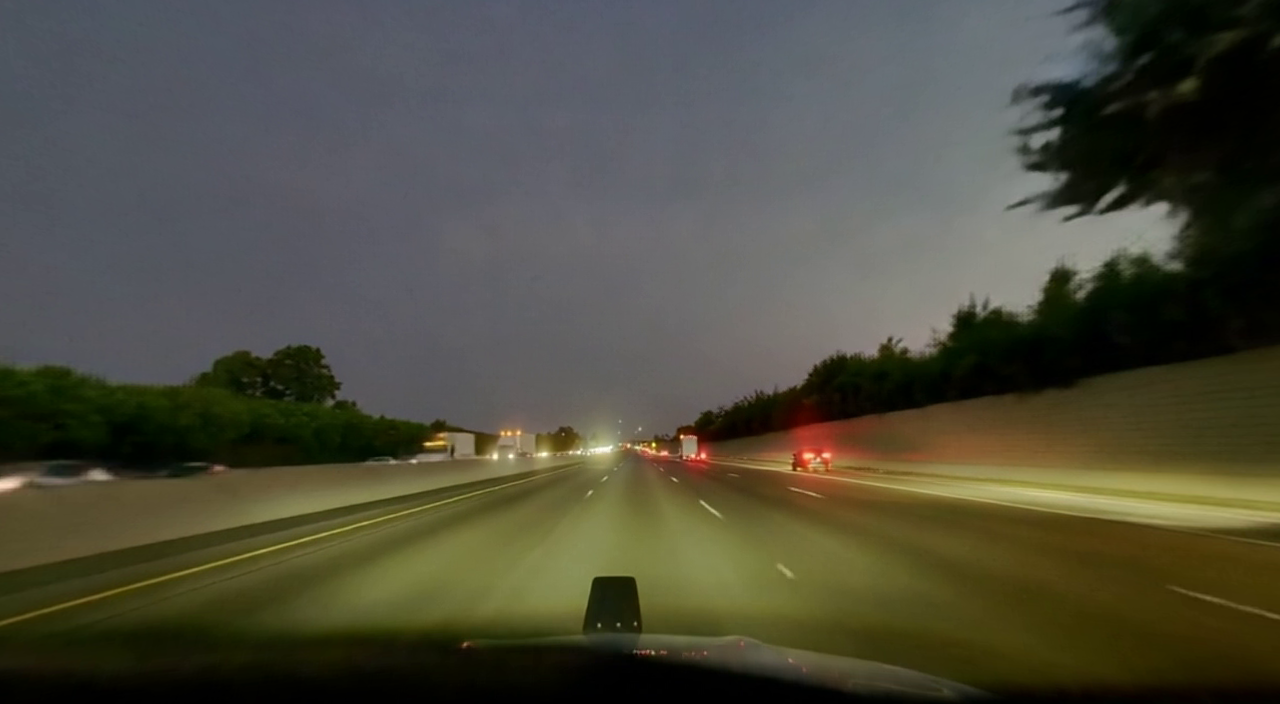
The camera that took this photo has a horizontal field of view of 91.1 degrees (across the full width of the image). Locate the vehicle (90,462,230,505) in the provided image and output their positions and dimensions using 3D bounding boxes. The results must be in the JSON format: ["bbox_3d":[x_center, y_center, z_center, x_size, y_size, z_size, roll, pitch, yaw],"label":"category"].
[{"bbox_3d":[-19.752,5.400,26.242,1.988,1.479,4.940,0,-9,-1],"label":"vehicle"}]

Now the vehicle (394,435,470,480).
[{"bbox_3d":[-13.326,6.816,40.901,2.487,2.645,6.936,0,-9,0],"label":"vehicle"}]

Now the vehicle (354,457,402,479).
[{"bbox_3d":[-20.444,9.042,49.256,1.930,1.590,4.292,0,-9,0],"label":"vehicle"}]

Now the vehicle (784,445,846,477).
[{"bbox_3d":[9.600,5.991,34.885,1.950,1.632,4.845,0,-9,-1],"label":"vehicle"}]
